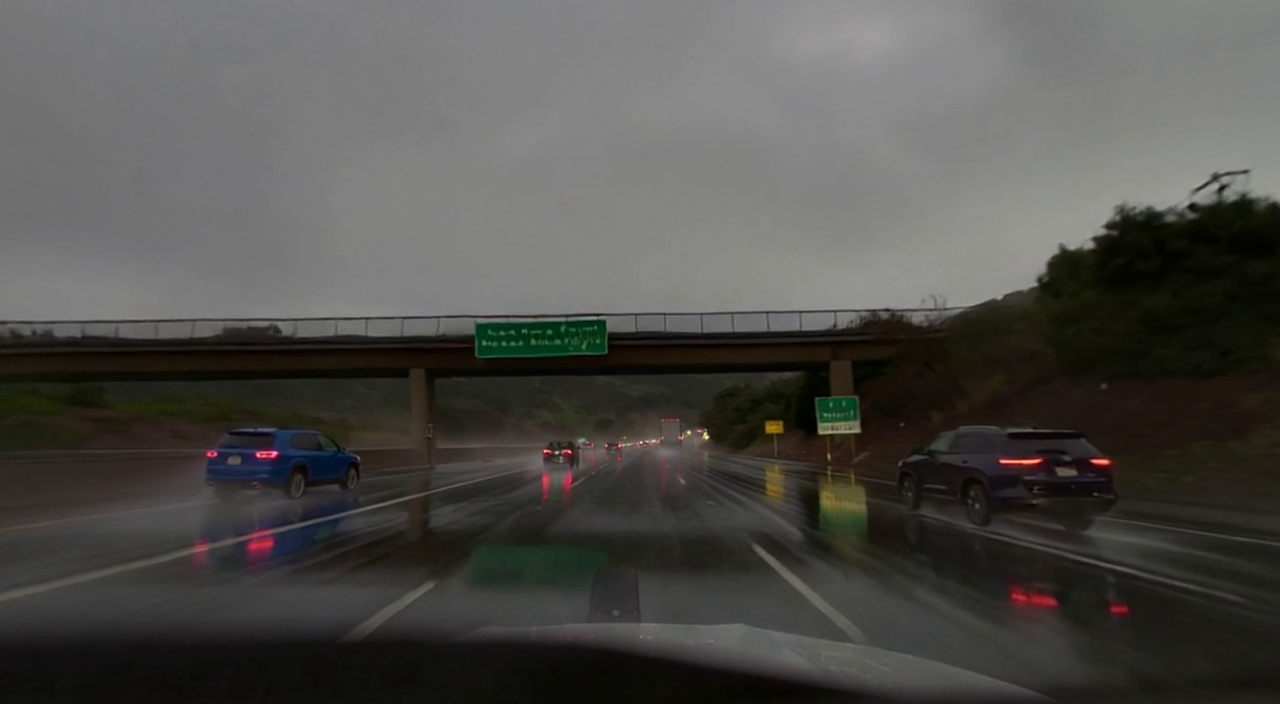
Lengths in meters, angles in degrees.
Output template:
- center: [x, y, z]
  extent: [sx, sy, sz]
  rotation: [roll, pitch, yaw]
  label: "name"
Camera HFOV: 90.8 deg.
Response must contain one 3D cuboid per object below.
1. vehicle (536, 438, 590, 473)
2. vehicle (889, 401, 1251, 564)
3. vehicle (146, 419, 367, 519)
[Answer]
- center: [-3.487, 4.795, 29.456]
  extent: [1.925, 1.509, 4.363]
  rotation: [0, -9, 1]
  label: "vehicle"
- center: [5.492, 1.731, 9.065]
  extent: [1.950, 1.719, 4.545]
  rotation: [0, -9, 0]
  label: "vehicle"
- center: [-7.433, 2.302, 12.876]
  extent: [1.860, 1.694, 4.173]
  rotation: [0, -9, 0]
  label: "vehicle"
